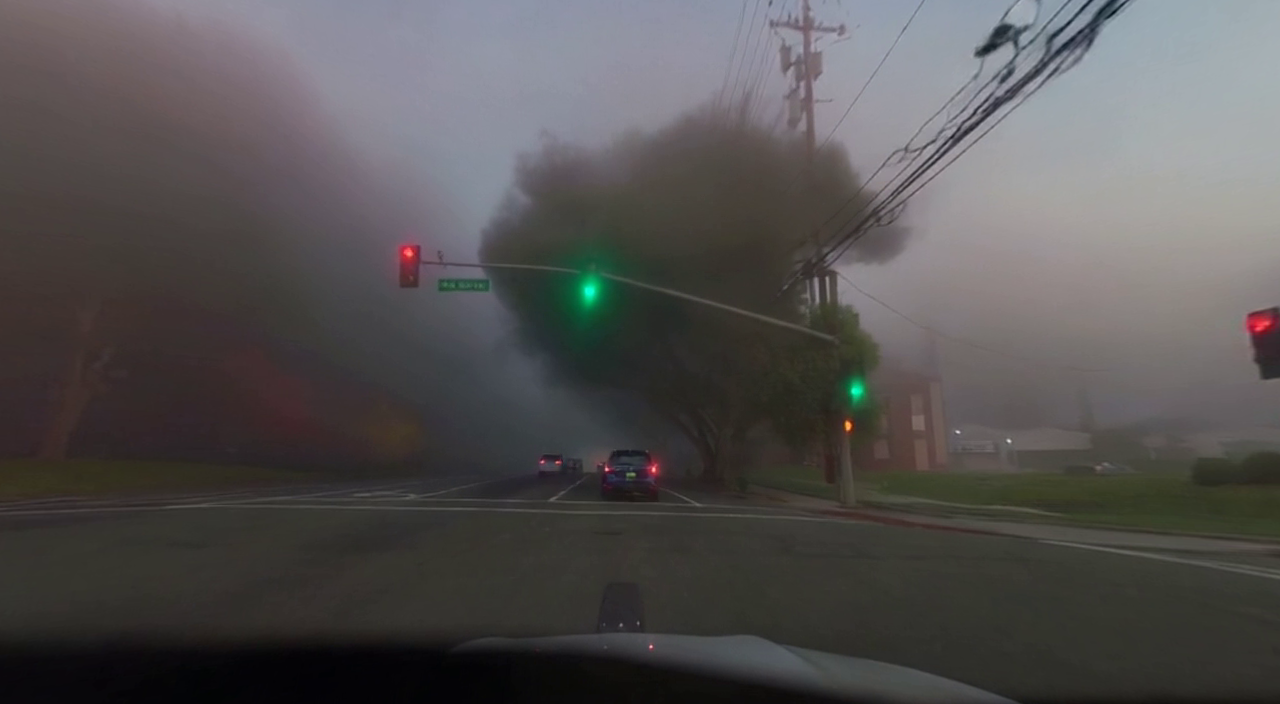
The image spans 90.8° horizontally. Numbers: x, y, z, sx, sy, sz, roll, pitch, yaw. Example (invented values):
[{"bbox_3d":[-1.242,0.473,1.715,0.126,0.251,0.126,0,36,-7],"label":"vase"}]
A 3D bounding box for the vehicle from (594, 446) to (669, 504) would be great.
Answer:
[{"bbox_3d":[-0.291,3.859,20.192,2.156,1.636,3.923,1,-9,-1],"label":"vehicle"}]

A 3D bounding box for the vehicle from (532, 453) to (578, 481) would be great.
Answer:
[{"bbox_3d":[-4.972,6.791,37.561,2.153,1.474,4.284,0,-9,0],"label":"vehicle"}]
